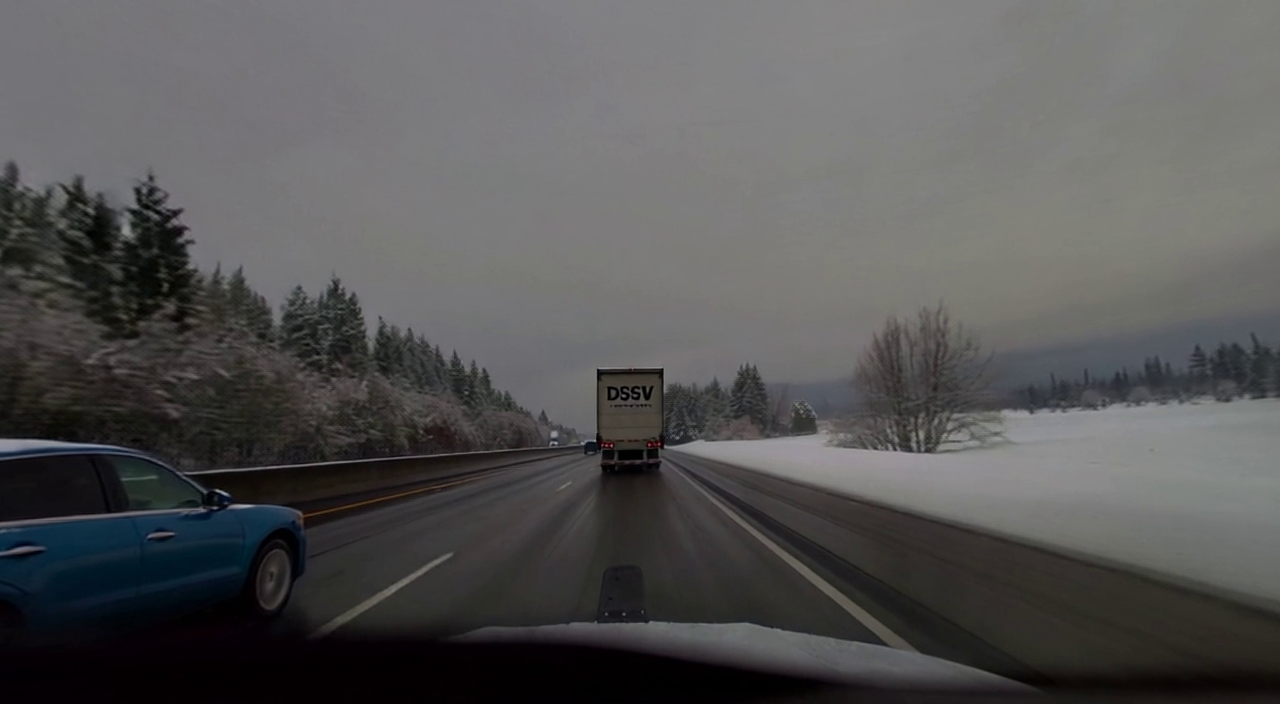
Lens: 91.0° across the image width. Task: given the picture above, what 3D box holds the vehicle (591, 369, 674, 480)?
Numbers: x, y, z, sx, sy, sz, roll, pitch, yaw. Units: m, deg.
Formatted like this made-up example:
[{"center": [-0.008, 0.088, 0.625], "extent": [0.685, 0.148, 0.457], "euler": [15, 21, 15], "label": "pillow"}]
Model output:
[{"center": [-0.396, 3.313, 27.762], "extent": [2.969, 3.957, 10.270], "euler": [0, -8, -1], "label": "vehicle"}]
